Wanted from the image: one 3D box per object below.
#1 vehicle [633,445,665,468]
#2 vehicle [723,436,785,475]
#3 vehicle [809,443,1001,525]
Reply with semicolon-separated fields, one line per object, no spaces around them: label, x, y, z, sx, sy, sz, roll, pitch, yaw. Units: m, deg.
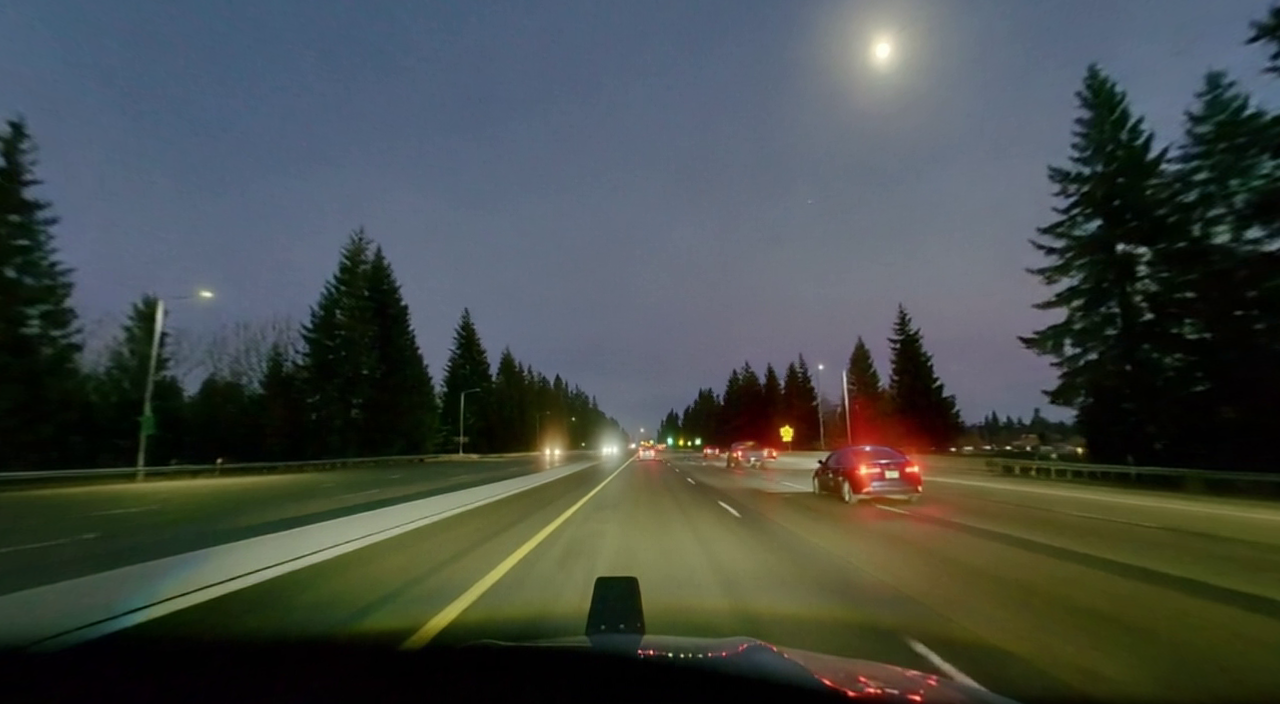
vehicle;0.596;7.181;43.491;2.052;1.472;4.295;0;-8;0
vehicle;6.119;5.619;34.412;2.206;1.902;5.460;0;-8;-2
vehicle;5.404;2.717;13.683;1.904;1.453;4.789;0;-8;-3
